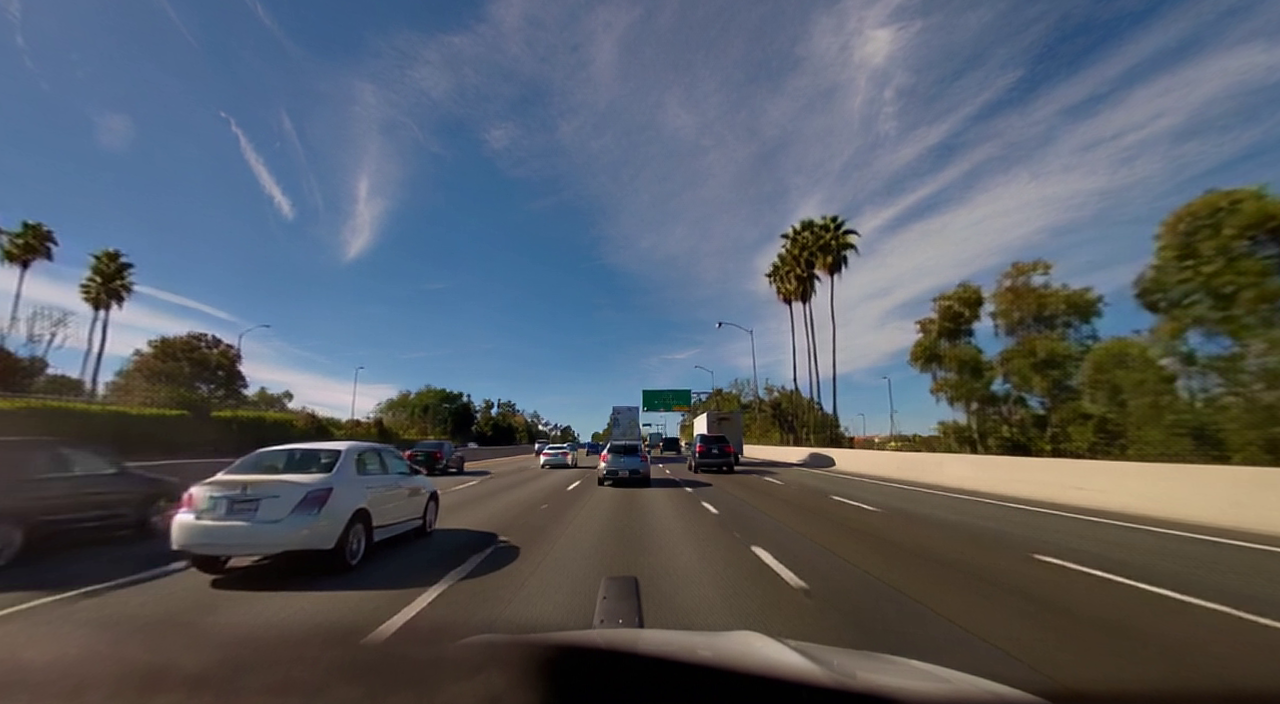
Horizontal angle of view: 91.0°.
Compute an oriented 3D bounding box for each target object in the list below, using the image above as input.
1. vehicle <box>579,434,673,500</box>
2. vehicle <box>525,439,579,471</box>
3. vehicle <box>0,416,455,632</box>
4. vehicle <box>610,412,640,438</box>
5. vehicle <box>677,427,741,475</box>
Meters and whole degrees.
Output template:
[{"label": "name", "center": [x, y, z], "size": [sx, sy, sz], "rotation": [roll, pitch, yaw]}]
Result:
[{"label": "vehicle", "center": [-0.319, 2.886, 16.218], "size": [2.136, 1.470, 3.971], "rotation": [0, -8, 0]}, {"label": "vehicle", "center": [-4.149, 4.944, 30.385], "size": [1.998, 1.423, 4.436], "rotation": [0, -8, -1]}, {"label": "vehicle", "center": [-3.677, 1.518, 6.658], "size": [2.064, 1.475, 4.489], "rotation": [0, -8, 0]}, {"label": "vehicle", "center": [-1.174, 5.679, 48.484], "size": [2.206, 1.803, 4.569], "rotation": [0, -8, -1]}, {"label": "vehicle", "center": [2.891, 4.269, 27.382], "size": [2.173, 1.870, 4.499], "rotation": [0, -8, -1]}]
